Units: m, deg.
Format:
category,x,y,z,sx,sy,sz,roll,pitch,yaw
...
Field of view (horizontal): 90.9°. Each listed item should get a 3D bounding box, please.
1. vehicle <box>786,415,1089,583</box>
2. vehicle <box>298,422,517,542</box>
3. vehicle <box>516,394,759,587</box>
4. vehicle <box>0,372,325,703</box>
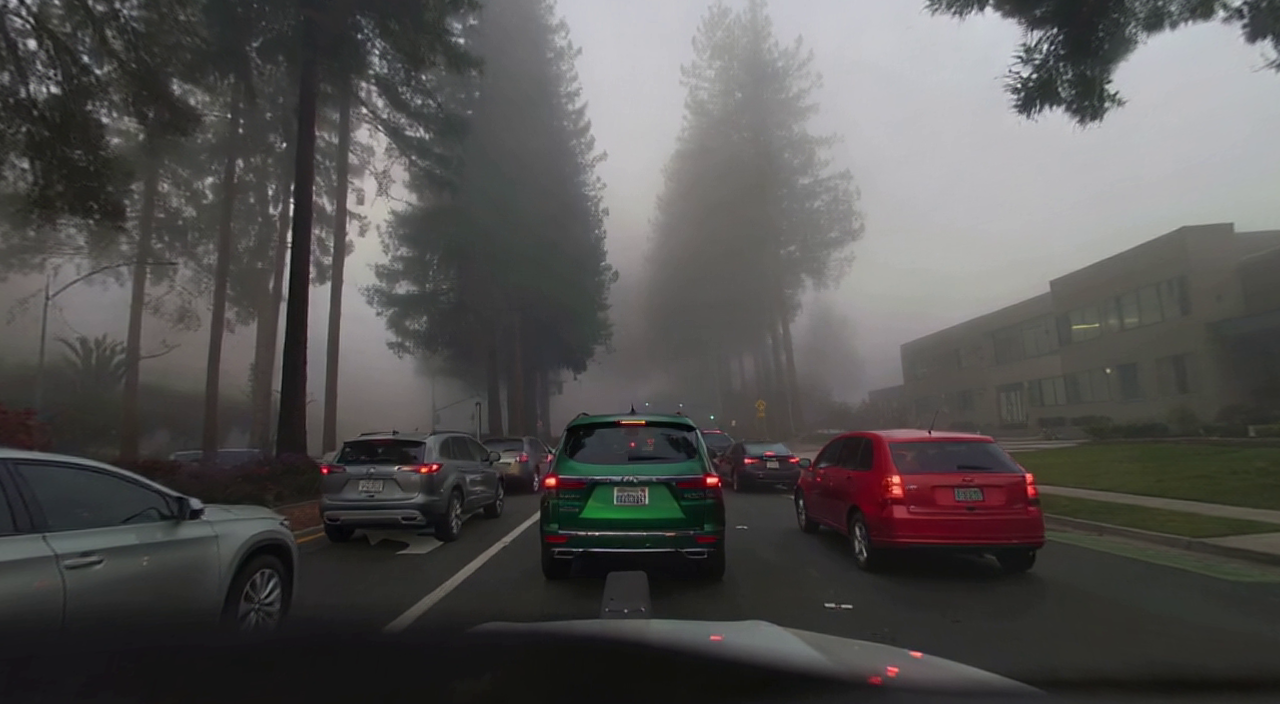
category,x,y,z,sx,sy,sz,roll,pitch,yaw
vehicle,3.268,1.670,7.877,1.922,1.579,3.642,0,-8,-1
vehicle,-3.653,2.116,10.930,2.042,1.641,4.314,0,-8,1
vehicle,-0.006,1.550,7.805,2.193,1.744,4.033,0,-8,1
vehicle,-3.775,0.997,3.311,1.929,1.641,4.193,0,-8,2
